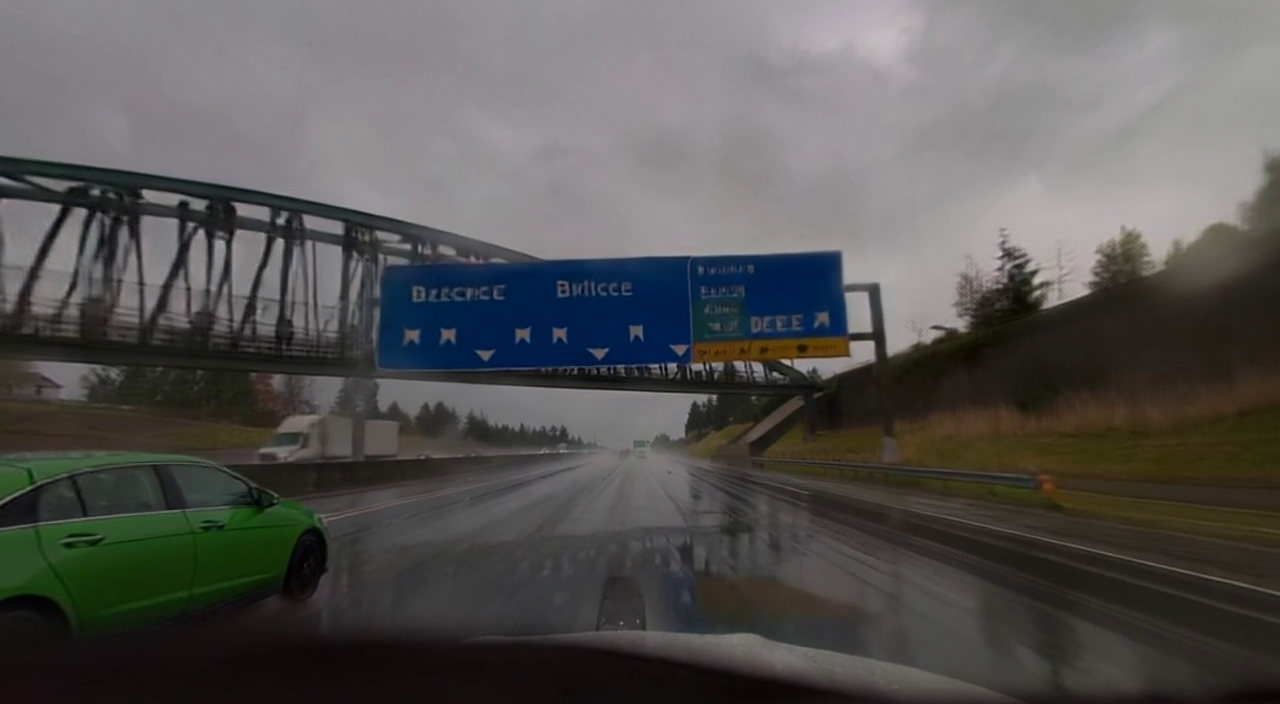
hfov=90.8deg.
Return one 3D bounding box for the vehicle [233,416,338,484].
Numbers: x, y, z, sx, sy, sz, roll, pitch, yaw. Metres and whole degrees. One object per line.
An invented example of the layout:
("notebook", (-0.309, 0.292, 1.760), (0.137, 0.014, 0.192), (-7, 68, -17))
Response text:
("vehicle", (-22.625, 6.313, 40.748), (2.958, 4.036, 6.355), (0, -9, 0))
